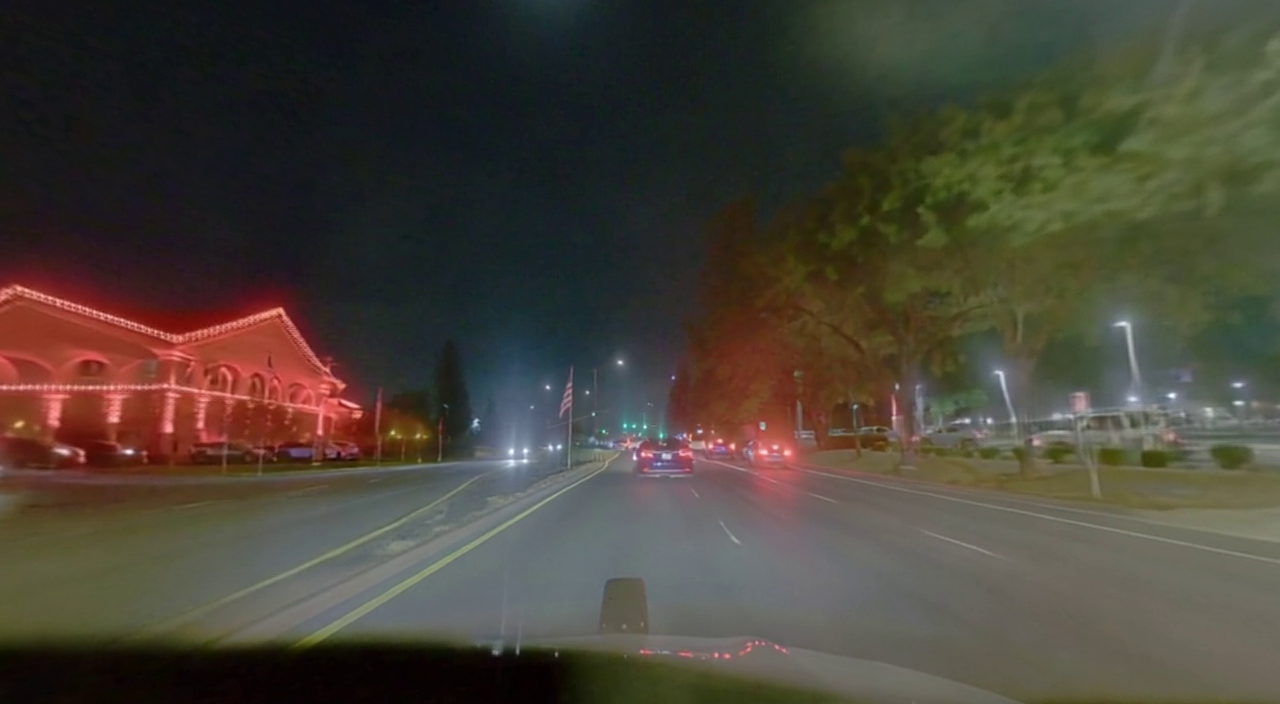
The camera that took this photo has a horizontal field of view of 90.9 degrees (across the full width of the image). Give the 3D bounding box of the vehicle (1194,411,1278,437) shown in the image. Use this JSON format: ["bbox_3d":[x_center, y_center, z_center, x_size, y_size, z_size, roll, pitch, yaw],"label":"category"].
[{"bbox_3d":[35.485,4.372,37.687,1.847,1.424,4.455,-3,-9,19],"label":"vehicle"}]

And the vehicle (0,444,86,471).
[{"bbox_3d":[-37.310,6.494,39.131,1.734,1.425,4.447,0,-7,1],"label":"vehicle"}]

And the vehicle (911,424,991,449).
[{"bbox_3d":[19.732,5.395,40.096,4.059,1.563,1.995,1,-8,-2],"label":"vehicle"}]

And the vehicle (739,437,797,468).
[{"bbox_3d":[6.687,5.303,33.405,2.016,1.479,4.532,0,-8,-1],"label":"vehicle"}]

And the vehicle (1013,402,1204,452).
[{"bbox_3d":[19.443,3.181,26.401,6.173,1.962,2.208,0,-9,0],"label":"vehicle"}]

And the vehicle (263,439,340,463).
[{"bbox_3d":[-26.734,7.837,49.858,4.853,1.788,2.059,0,-7,1],"label":"vehicle"}]

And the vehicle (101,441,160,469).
[{"bbox_3d":[-32.366,6.473,39.985,5.148,1.674,2.163,-8,-11,44],"label":"vehicle"}]

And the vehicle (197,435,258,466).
[{"bbox_3d":[-28.767,6.808,43.865,5.346,1.985,2.207,-8,-11,42],"label":"vehicle"}]

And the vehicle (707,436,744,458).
[{"bbox_3d":[6.695,7.498,49.735,2.105,1.646,4.612,0,-8,-2],"label":"vehicle"}]

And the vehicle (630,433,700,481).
[{"bbox_3d":[0.734,3.615,22.024,2.091,1.472,4.697,0,-8,-2],"label":"vehicle"}]
